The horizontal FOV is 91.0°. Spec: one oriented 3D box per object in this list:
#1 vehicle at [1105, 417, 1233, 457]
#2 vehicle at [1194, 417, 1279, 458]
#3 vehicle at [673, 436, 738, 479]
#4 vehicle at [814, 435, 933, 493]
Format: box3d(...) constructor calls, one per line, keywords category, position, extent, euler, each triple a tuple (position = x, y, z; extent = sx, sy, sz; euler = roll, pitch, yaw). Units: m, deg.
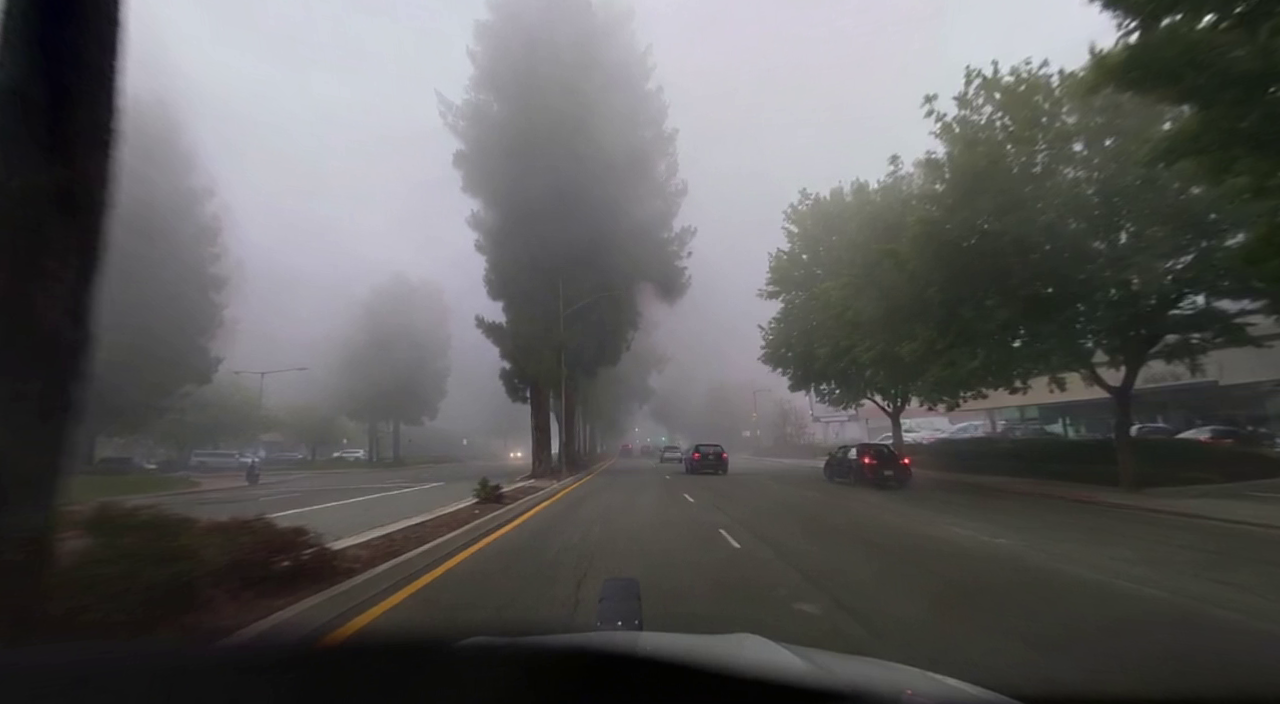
box3d(category="vehicle", position=(23.229, 3.777, 27.745), extent=(3.833, 1.678, 1.975), euler=(0, -9, -2))
box3d(category="vehicle", position=(23.558, 3.242, 23.727), extent=(3.676, 1.491, 1.726), euler=(1, -9, -2))
box3d(category="vehicle", position=(2.663, 4.435, 26.742), extent=(2.161, 1.676, 4.151), euler=(0, -9, -2))
box3d(category="vehicle", position=(6.874, 3.340, 19.077), extent=(1.886, 1.528, 4.169), euler=(0, -9, -2))
